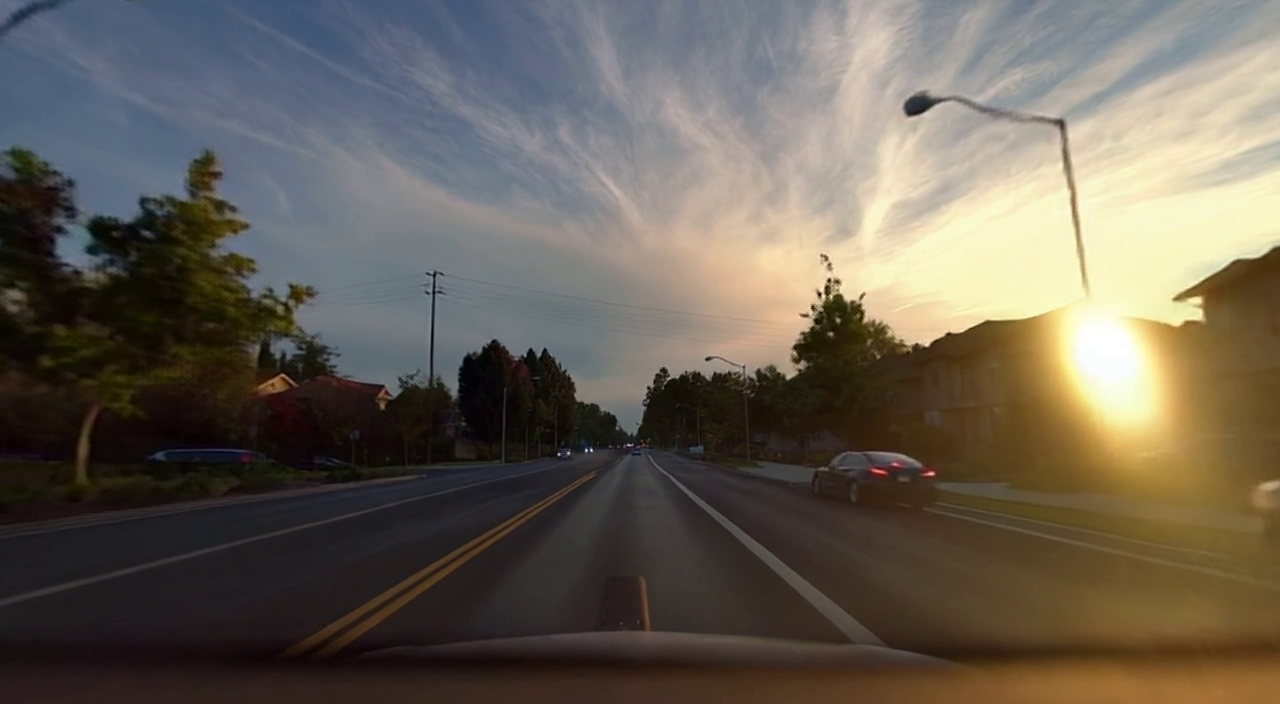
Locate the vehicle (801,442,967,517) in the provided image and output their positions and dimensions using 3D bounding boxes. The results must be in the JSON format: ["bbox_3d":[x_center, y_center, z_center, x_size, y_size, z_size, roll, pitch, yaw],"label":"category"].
[{"bbox_3d":[5.974,3.185,16.294,2.282,1.566,4.705,-1,-9,-1],"label":"vehicle"}]
